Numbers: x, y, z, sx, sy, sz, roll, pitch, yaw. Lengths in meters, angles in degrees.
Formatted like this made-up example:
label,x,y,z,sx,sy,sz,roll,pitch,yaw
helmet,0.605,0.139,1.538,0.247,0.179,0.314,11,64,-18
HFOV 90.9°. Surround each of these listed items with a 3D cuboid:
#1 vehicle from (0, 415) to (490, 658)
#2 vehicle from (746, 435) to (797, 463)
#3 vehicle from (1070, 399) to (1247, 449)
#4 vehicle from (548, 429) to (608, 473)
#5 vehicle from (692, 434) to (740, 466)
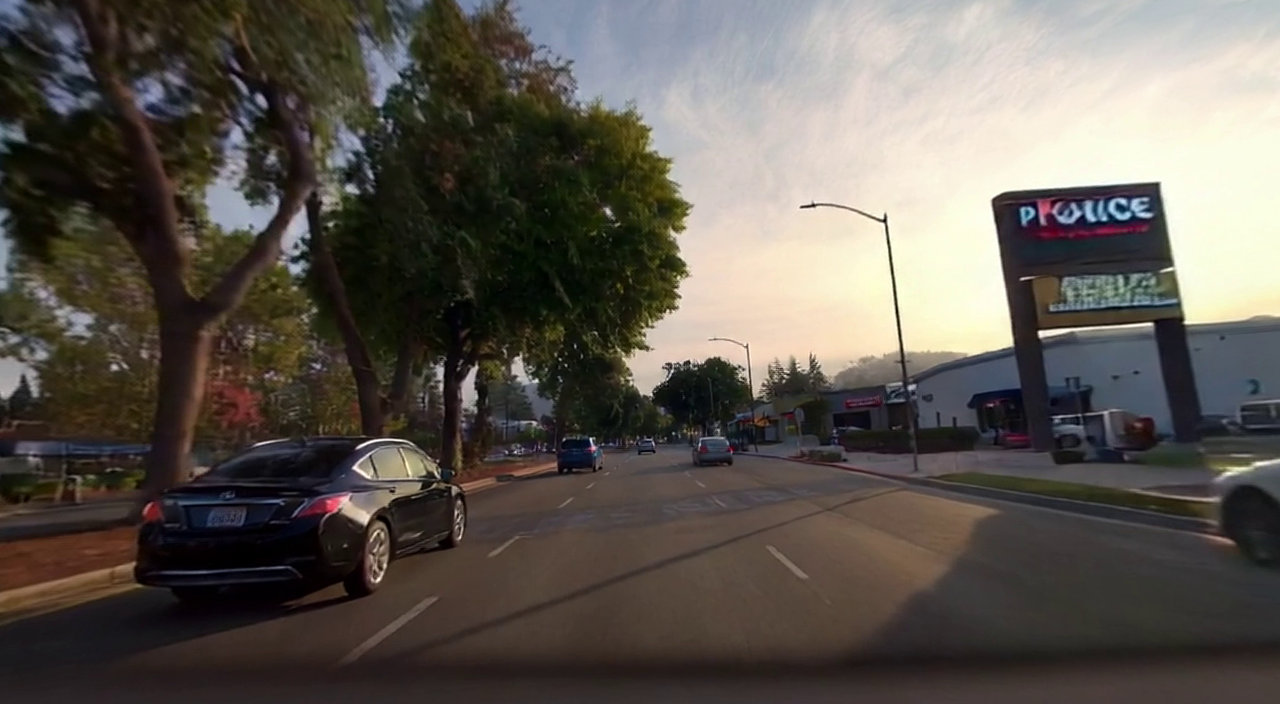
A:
label,x,y,z,sx,sy,sz,roll,pitch,yaw
vehicle,-3.123,1.476,6.300,1.956,1.460,4.802,0,-8,2
vehicle,7.631,5.672,36.960,1.942,1.481,4.447,0,-8,-1
vehicle,20.948,2.981,25.667,5.166,1.870,2.317,0,-9,-3
vehicle,-2.687,4.445,28.474,2.193,1.788,4.603,0,-8,1
vehicle,3.825,5.025,32.409,1.904,1.490,4.299,0,-8,-1
